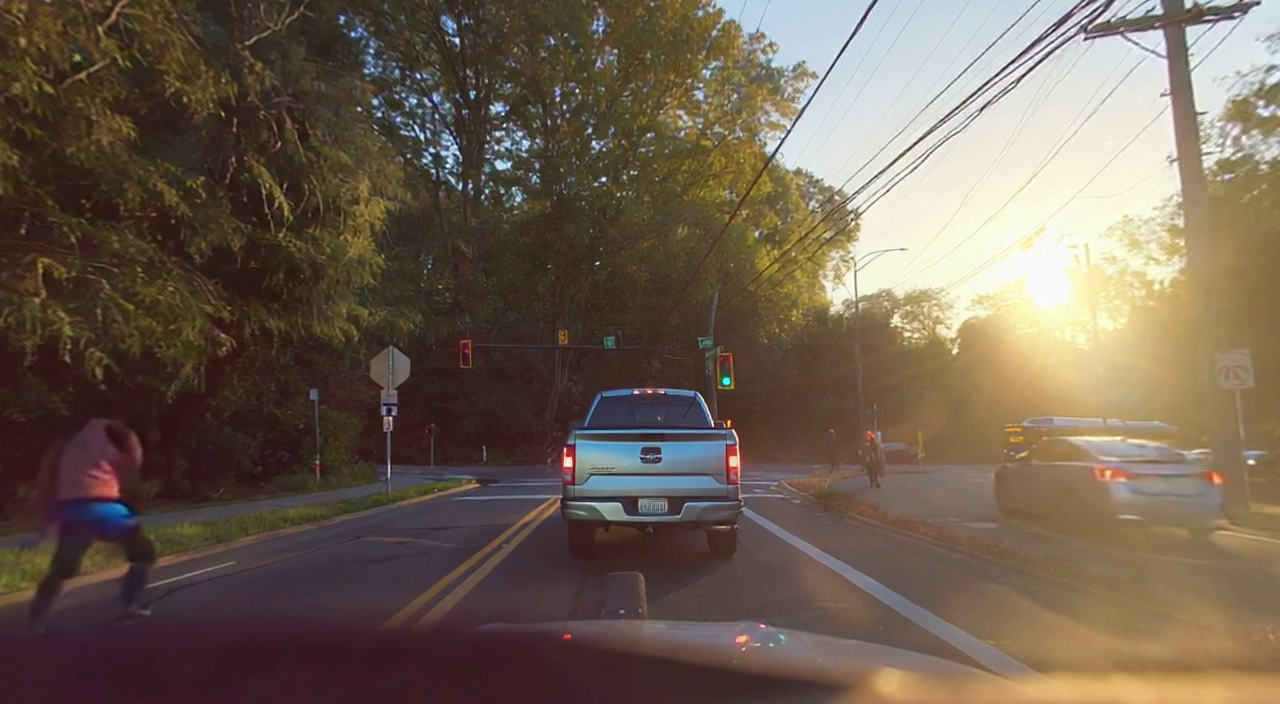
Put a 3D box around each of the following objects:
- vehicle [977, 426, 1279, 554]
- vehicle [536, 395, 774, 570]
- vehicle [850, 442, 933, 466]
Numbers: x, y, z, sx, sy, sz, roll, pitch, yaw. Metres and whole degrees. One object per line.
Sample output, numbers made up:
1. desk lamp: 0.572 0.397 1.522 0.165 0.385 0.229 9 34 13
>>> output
1. vehicle: 7.286 1.987 9.859 2.060 1.496 4.520 -2 -8 8
2. vehicle: 0.123 1.889 10.051 2.707 1.964 5.485 0 -8 -1
3. vehicle: 16.333 6.638 41.221 4.578 1.490 1.935 -1 -8 3
